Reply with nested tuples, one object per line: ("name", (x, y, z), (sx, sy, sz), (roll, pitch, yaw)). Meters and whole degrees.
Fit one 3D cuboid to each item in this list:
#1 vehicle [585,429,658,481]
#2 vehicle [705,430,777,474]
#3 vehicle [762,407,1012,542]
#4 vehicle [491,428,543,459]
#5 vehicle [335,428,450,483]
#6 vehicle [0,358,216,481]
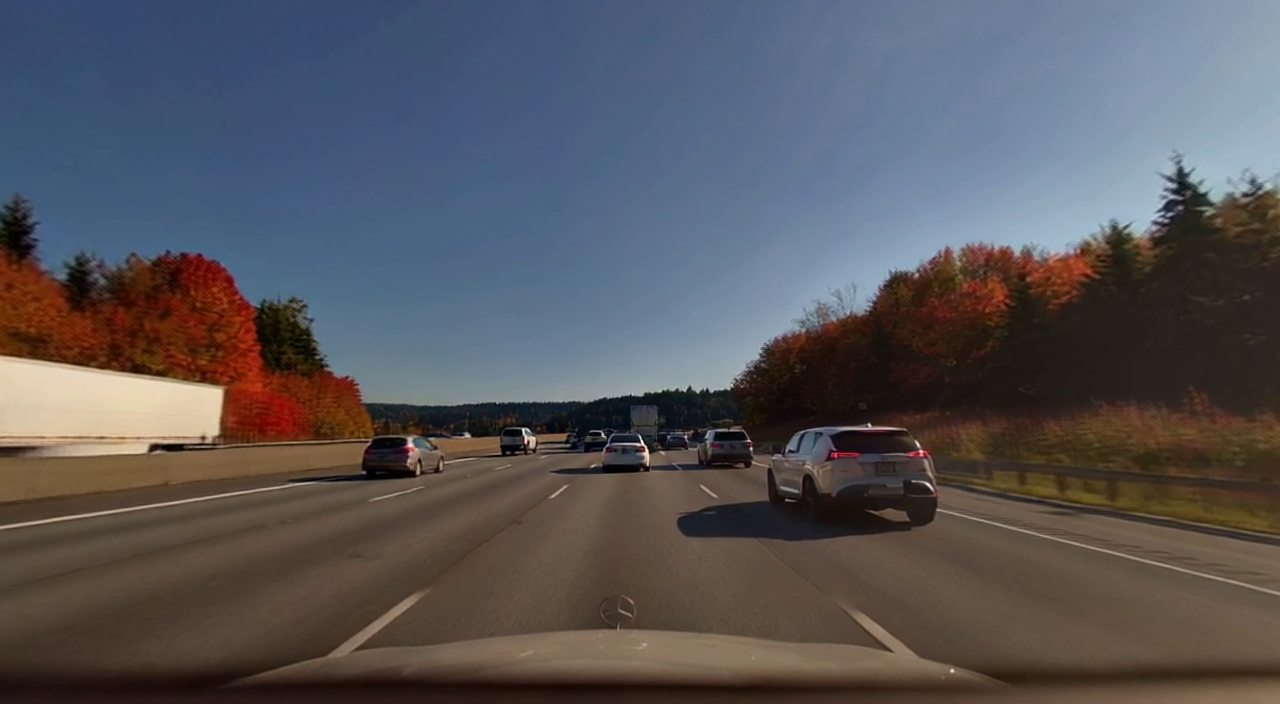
("vehicle", (-0.575, 3.274, 20.414), (2.111, 1.494, 4.364), (0, -8, -1))
("vehicle", (3.742, 3.767, 24.088), (1.972, 1.516, 4.514), (0, -8, 0))
("vehicle", (3.480, 1.797, 9.963), (2.095, 1.650, 4.331), (0, -8, -1))
("vehicle", (-7.414, 5.561, 38.413), (2.117, 1.779, 4.745), (0, -8, 1))
("vehicle", (-7.576, 3.195, 19.724), (1.934, 1.526, 3.966), (0, -8, 1))
("vehicle", (-22.862, 2.736, 24.507), (2.873, 4.084, 13.906), (0, -8, 1))
